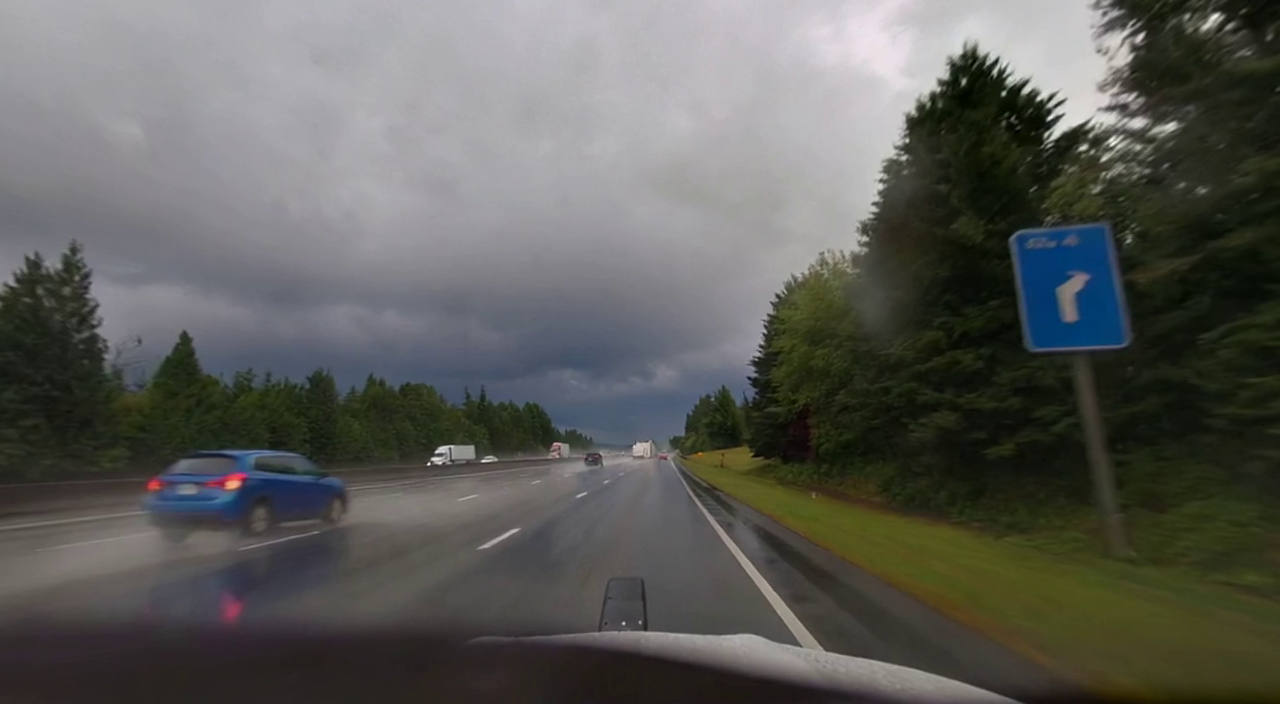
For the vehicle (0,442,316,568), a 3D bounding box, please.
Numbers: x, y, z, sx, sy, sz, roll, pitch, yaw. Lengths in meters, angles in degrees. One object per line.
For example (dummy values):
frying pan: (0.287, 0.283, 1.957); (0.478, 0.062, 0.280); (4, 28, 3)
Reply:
vehicle: (-7.582, 2.314, 10.351); (1.996, 1.579, 4.439); (-1, -9, 2)
